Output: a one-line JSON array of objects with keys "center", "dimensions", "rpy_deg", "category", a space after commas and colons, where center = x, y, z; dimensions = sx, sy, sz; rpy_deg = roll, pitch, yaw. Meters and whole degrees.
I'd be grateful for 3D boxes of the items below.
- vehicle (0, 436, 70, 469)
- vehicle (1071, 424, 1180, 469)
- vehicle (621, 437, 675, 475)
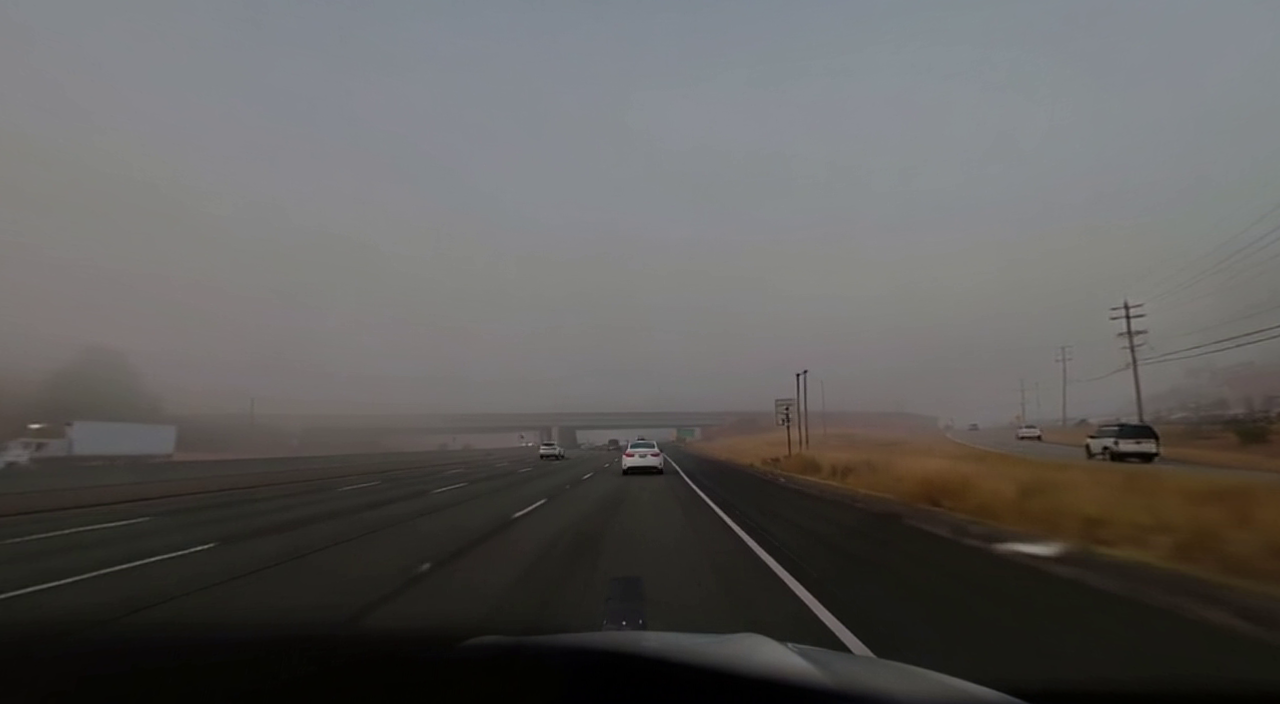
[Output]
[{"center": [-44.651, 7.176, 45.241], "dimensions": [2.857, 2.170, 4.763], "rpy_deg": [-1, -8, 1], "category": "vehicle"}, {"center": [21.016, 4.116, 27.570], "dimensions": [2.095, 1.674, 4.530], "rpy_deg": [1, -8, 15], "category": "vehicle"}, {"center": [0.340, 4.472, 27.322], "dimensions": [2.145, 1.493, 4.146], "rpy_deg": [0, -8, 0], "category": "vehicle"}]
